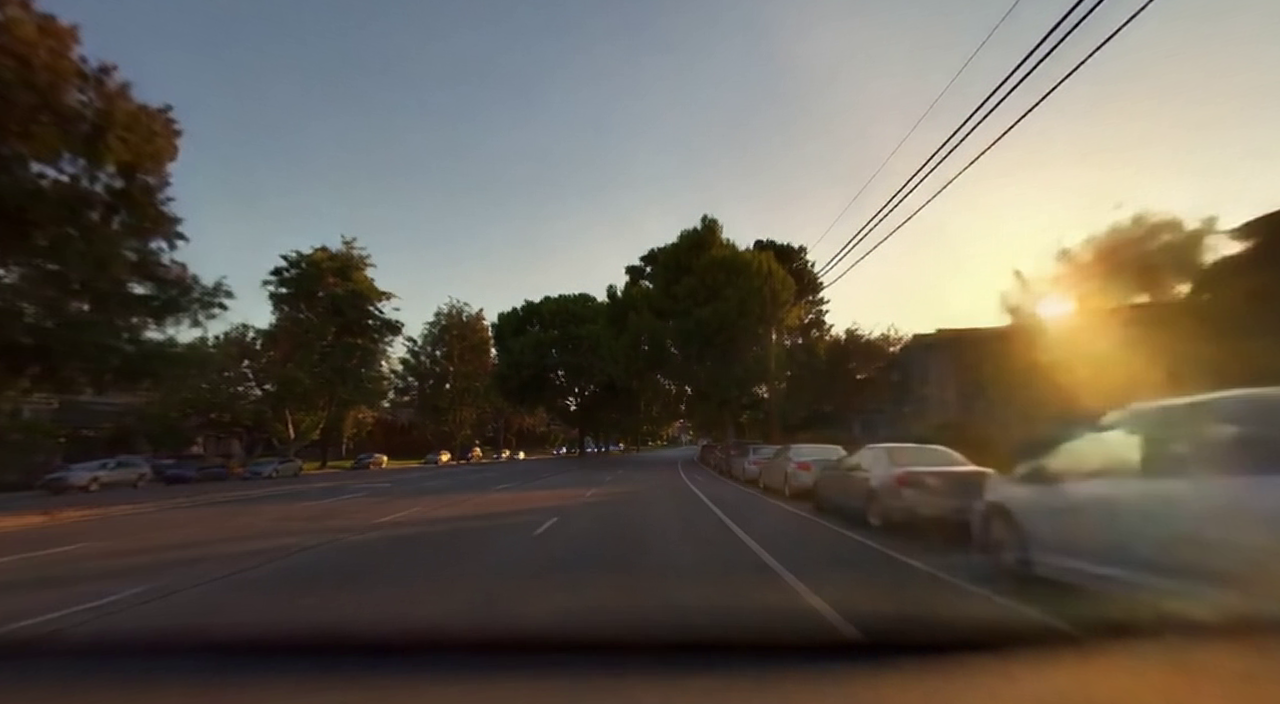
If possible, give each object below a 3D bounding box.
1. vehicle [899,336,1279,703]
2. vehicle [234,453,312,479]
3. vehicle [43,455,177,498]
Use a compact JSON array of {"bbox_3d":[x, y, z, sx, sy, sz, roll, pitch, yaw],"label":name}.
[{"bbox_3d":[4.102,1.076,4.558,2.057,1.846,5.475,0,-9,-1],"label":"vehicle"},{"bbox_3d":[-23.039,7.166,39.902,1.915,1.492,4.565,-1,-9,4],"label":"vehicle"},{"bbox_3d":[-23.566,5.508,28.393,1.967,1.467,4.769,-2,-7,0],"label":"vehicle"}]
